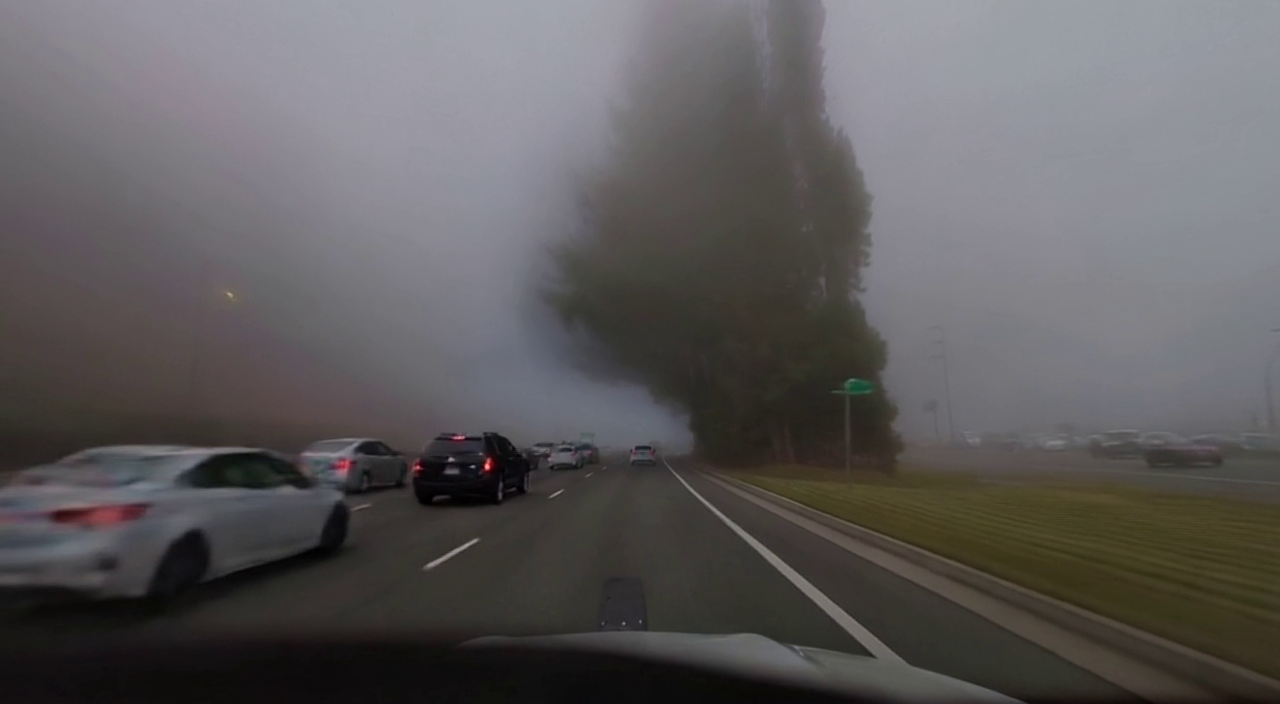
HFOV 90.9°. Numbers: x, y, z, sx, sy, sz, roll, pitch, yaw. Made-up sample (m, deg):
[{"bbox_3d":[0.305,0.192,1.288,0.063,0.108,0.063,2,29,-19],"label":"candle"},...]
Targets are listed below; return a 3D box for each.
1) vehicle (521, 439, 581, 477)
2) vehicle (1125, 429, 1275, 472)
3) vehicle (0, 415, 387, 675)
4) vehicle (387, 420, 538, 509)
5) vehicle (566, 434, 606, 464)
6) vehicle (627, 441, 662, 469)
[{"bbox_3d":[-3.736,4.521,27.199,1.952,1.471,4.334,0,-8,1],"label":"vehicle"},{"bbox_3d":[27.309,4.806,30.909,5.193,1.955,2.249,-1,-7,-1],"label":"vehicle"},{"bbox_3d":[-4.266,1.408,5.804,1.975,1.447,4.356,0,-8,1],"label":"vehicle"},{"bbox_3d":[-3.944,2.589,15.061,2.130,1.749,4.904,0,-8,1],"label":"vehicle"},{"bbox_3d":[-3.510,6.449,42.024,2.242,1.852,5.201,0,-8,0],"label":"vehicle"},{"bbox_3d":[0.268,5.774,35.609,1.875,1.453,3.888,0,-8,0],"label":"vehicle"}]
